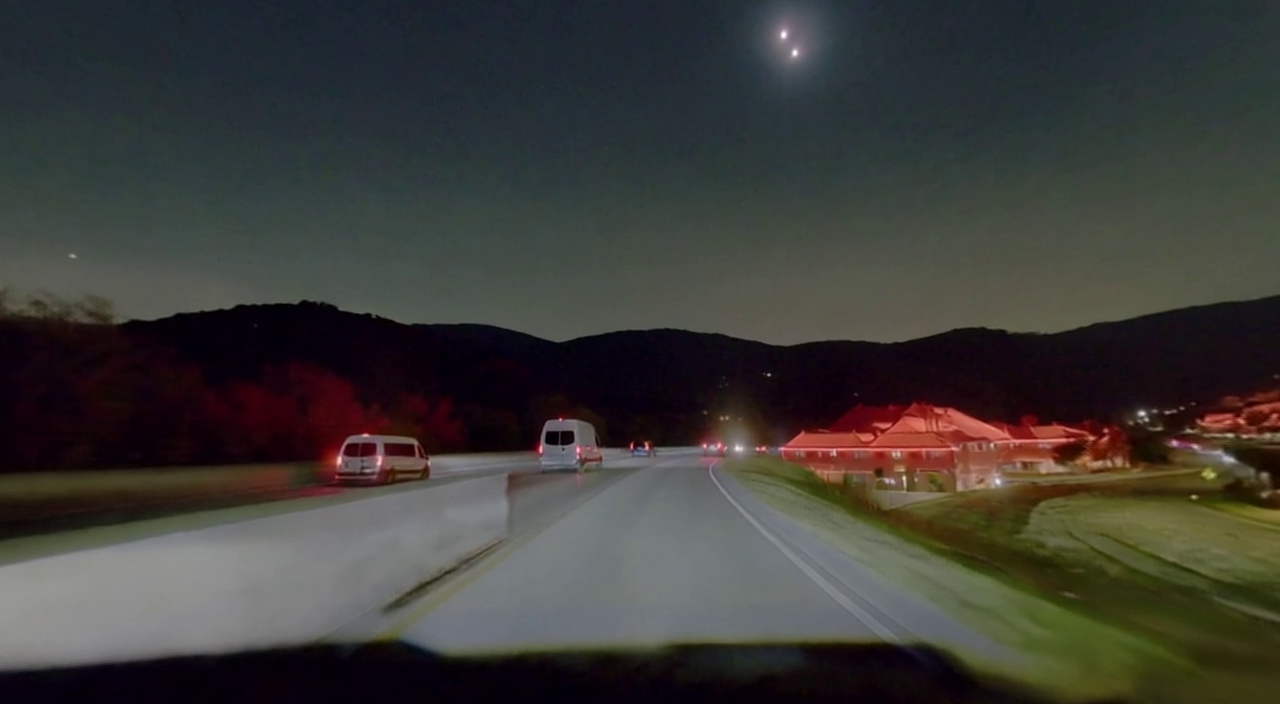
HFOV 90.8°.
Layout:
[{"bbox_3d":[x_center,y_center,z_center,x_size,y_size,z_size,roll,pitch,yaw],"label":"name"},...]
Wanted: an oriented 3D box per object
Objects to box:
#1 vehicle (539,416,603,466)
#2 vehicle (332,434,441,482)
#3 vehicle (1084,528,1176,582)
[{"bbox_3d":[-3.943,5.270,37.520,2.314,2.703,6.441,-1,-8,7],"label":"vehicle"},{"bbox_3d":[-8.911,3.744,22.699,1.821,1.524,4.342,-1,-8,5],"label":"vehicle"},{"bbox_3d":[22.783,9.401,29.571,1.887,1.776,4.198,-1,-11,17],"label":"vehicle"}]
